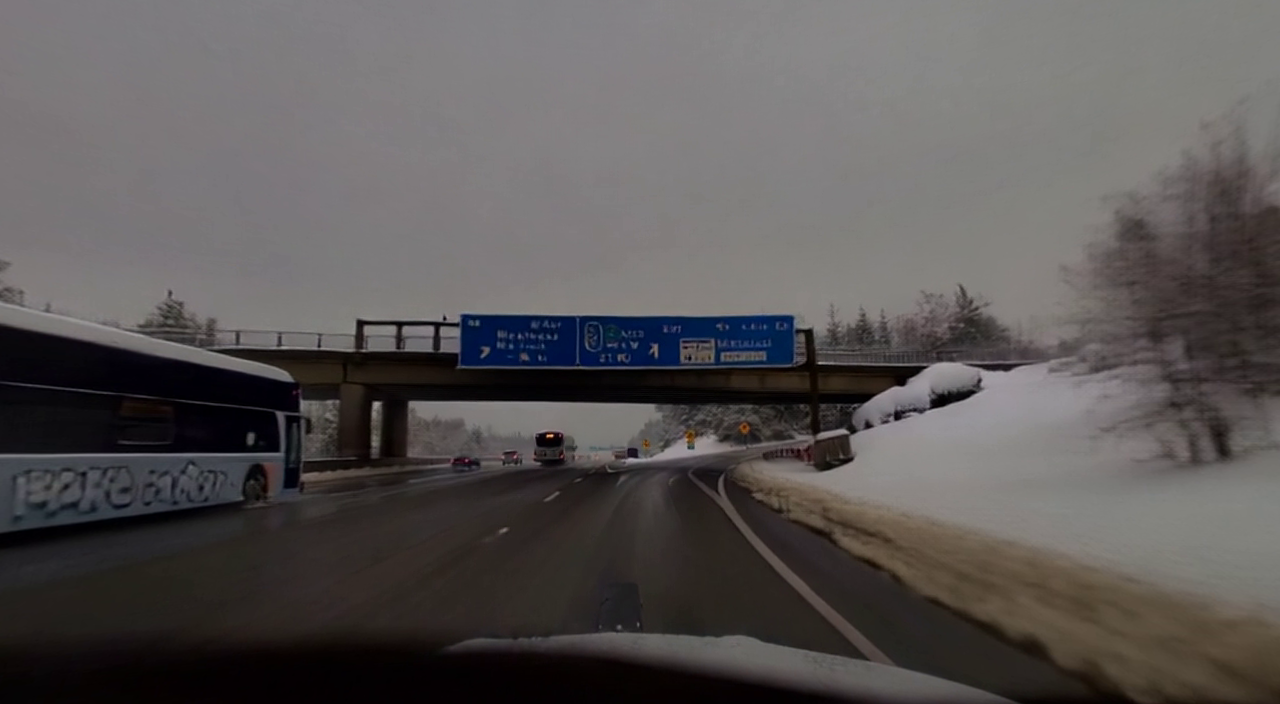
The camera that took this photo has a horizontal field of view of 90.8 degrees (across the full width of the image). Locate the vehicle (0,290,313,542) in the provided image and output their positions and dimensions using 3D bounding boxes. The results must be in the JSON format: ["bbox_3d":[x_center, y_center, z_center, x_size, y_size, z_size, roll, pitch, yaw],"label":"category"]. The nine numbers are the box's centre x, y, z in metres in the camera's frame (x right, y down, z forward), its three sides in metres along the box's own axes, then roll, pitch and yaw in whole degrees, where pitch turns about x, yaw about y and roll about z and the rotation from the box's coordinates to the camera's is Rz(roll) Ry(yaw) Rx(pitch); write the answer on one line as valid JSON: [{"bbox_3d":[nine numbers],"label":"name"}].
[{"bbox_3d":[-10.653,1.167,10.678,2.986,3.574,13.570,0,-9,0],"label":"vehicle"}]
